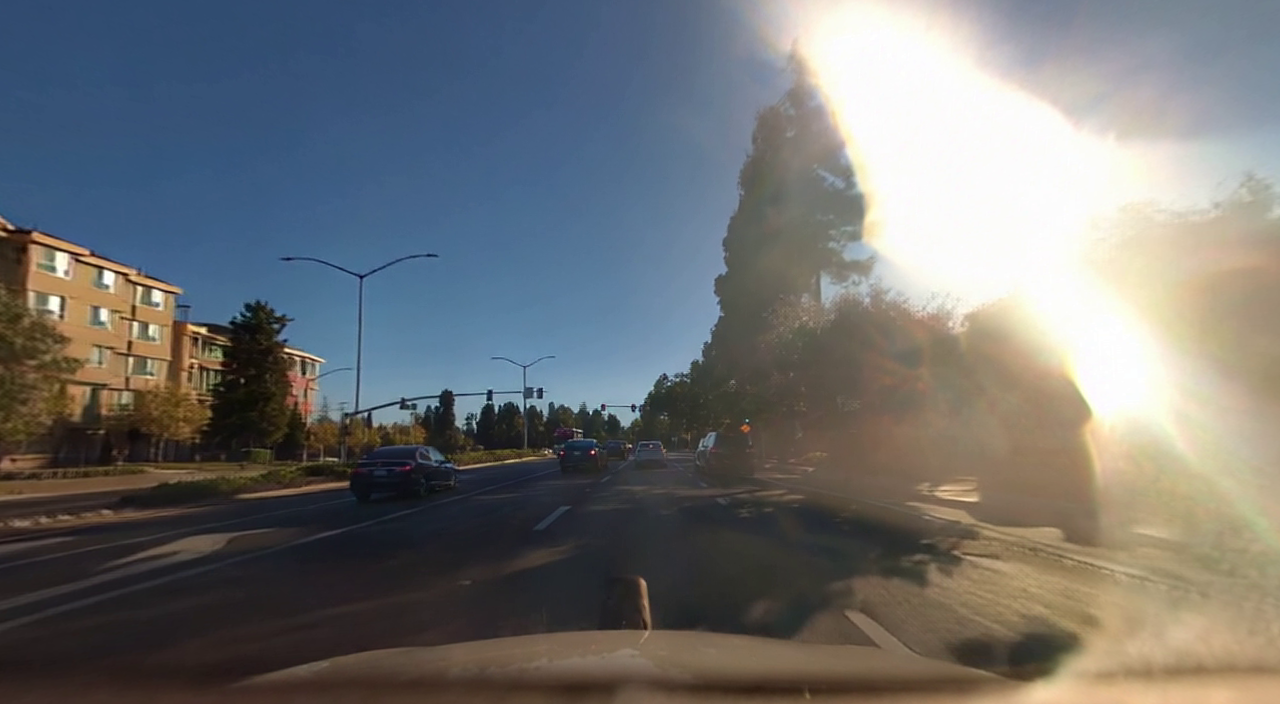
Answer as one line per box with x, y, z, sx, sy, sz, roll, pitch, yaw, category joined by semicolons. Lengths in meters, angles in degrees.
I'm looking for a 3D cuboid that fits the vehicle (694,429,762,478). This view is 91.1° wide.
3.533;4.200;26.217;2.141;1.833;4.704;0;-8;0;vehicle

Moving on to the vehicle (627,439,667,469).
0.348;5.405;33.486;2.021;1.461;3.862;0;-8;0;vehicle

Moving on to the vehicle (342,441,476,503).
-6.119;3.215;17.335;1.926;1.465;4.620;0;-8;0;vehicle

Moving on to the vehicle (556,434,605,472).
-2.863;4.972;31.093;1.912;1.703;4.261;0;-8;2;vehicle
